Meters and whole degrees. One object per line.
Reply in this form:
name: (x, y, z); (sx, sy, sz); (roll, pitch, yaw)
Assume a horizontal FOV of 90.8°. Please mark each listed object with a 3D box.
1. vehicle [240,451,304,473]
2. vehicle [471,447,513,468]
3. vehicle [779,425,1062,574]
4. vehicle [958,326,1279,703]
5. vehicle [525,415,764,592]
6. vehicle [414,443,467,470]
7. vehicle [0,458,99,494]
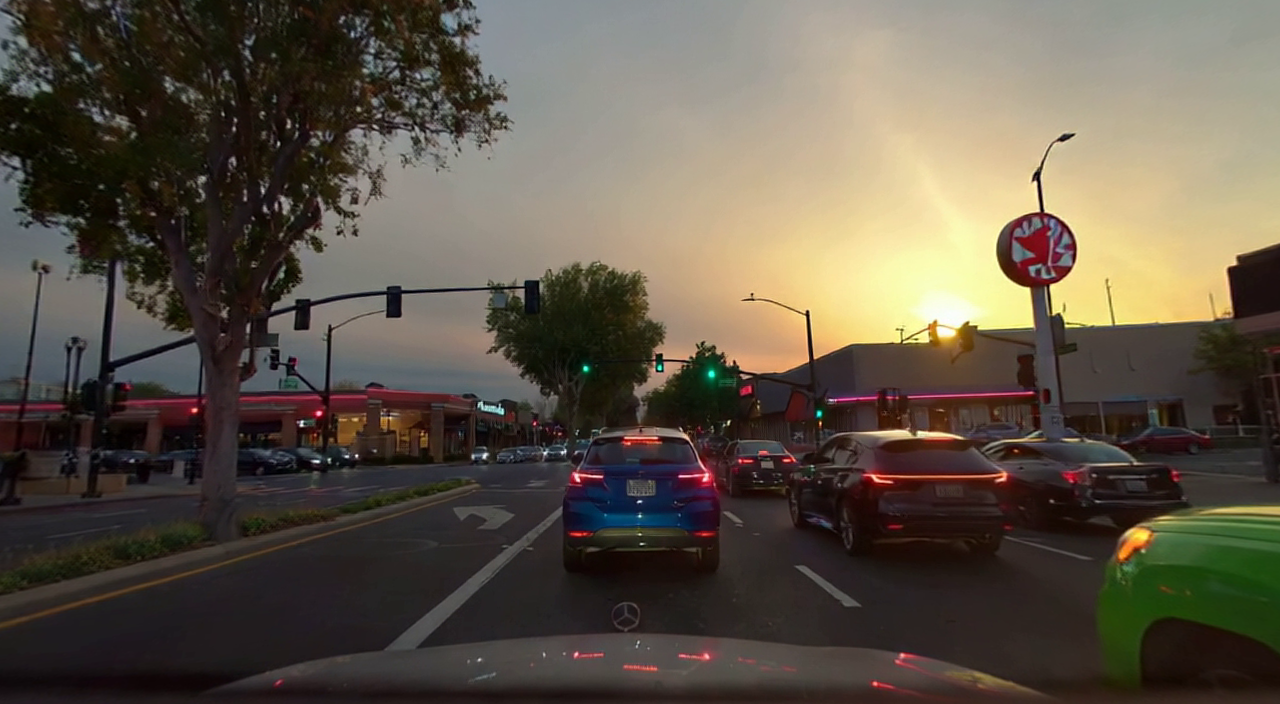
vehicle: (-28.569, 8.528, 49.182); (4.205, 1.541, 1.780); (4, -10, -28)
vehicle: (-11.244, 8.003, 48.232); (2.099, 1.478, 4.411); (0, -9, 0)
vehicle: (3.326, 1.819, 8.581); (1.865, 1.496, 4.170); (0, -9, -1)
vehicle: (2.985, 0.705, 1.595); (2.075, 1.661, 4.401); (0, -9, 1)
vehicle: (0.017, 1.655, 7.653); (2.154, 1.577, 3.723); (0, -9, -1)
vehicle: (-15.068, 7.885, 48.028); (2.395, 1.903, 4.860); (-1, -9, 1)
vehicle: (-27.215, 5.501, 28.096); (4.285, 1.427, 1.883); (3, -9, -22)
